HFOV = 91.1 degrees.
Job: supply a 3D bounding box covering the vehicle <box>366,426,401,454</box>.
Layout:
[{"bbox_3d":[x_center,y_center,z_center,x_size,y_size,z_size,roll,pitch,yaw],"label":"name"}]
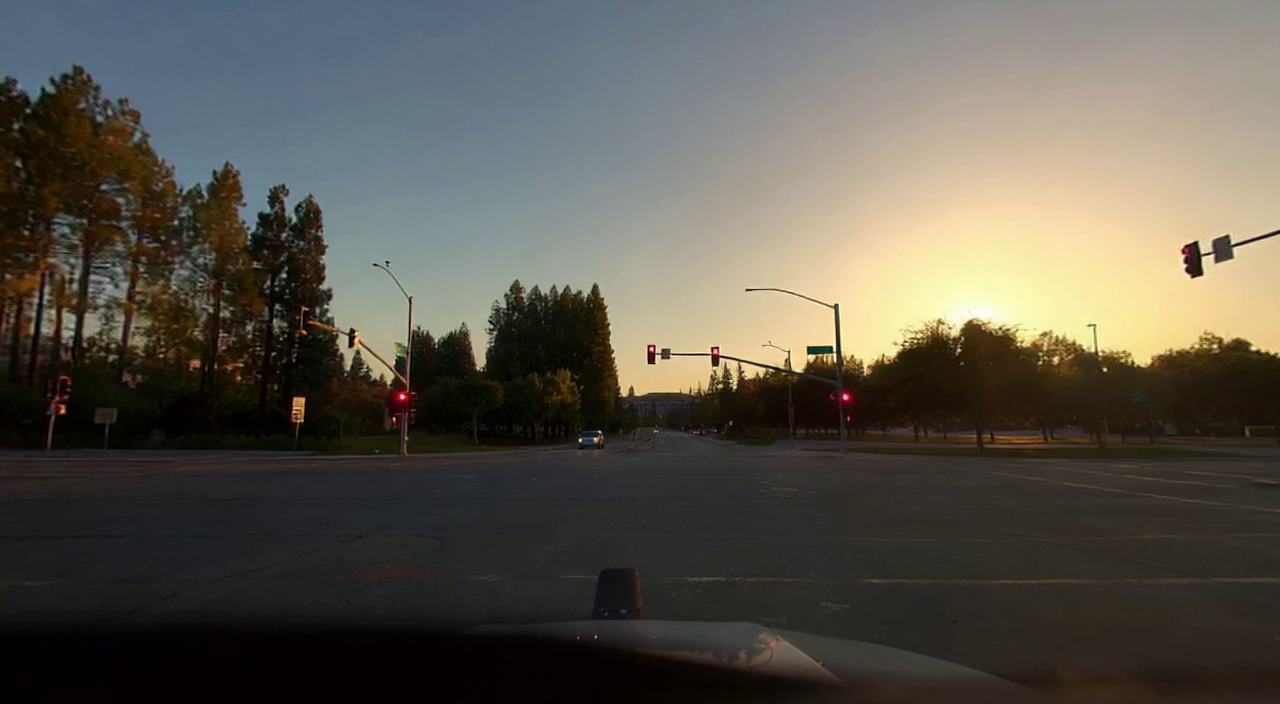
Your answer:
[{"bbox_3d":[-19.993,6.871,48.896,1.873,2.079,2.879,5,-10,-33],"label":"vehicle"}]
